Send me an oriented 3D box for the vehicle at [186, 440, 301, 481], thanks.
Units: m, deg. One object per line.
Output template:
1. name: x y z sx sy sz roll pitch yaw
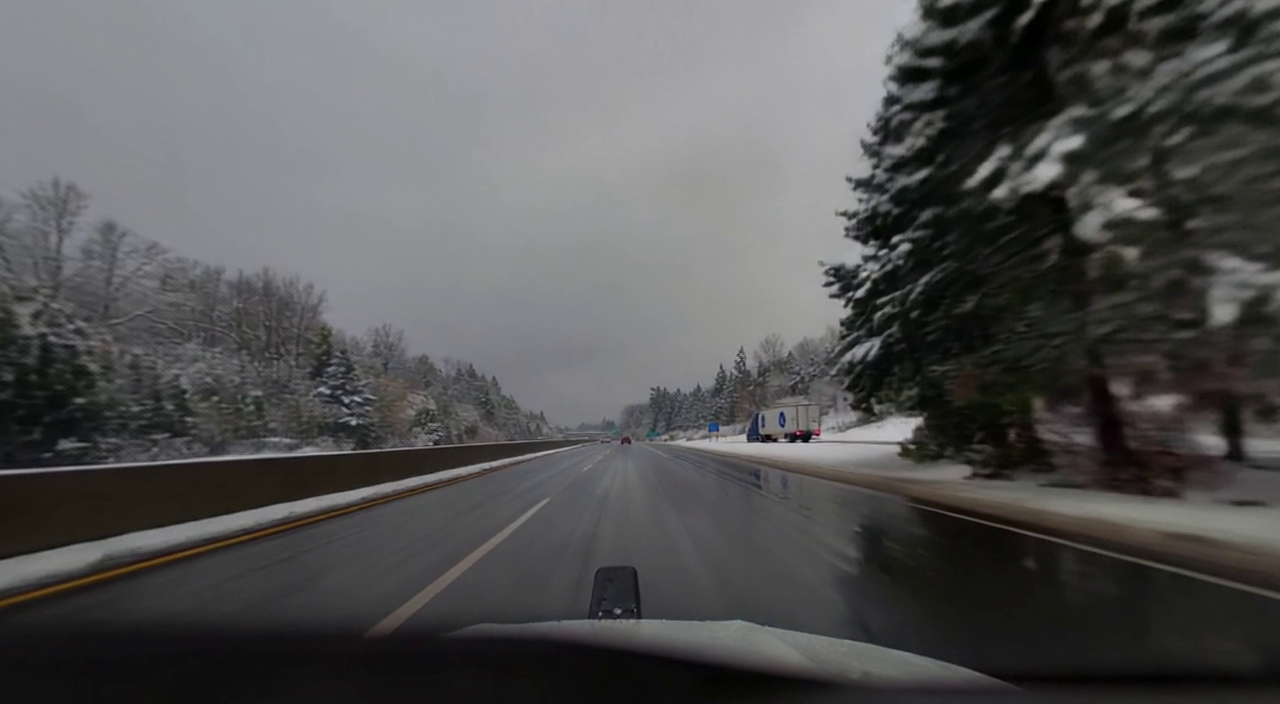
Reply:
1. vehicle: -16.311 4.454 26.242 1.854 1.532 4.583 0 -8 0
